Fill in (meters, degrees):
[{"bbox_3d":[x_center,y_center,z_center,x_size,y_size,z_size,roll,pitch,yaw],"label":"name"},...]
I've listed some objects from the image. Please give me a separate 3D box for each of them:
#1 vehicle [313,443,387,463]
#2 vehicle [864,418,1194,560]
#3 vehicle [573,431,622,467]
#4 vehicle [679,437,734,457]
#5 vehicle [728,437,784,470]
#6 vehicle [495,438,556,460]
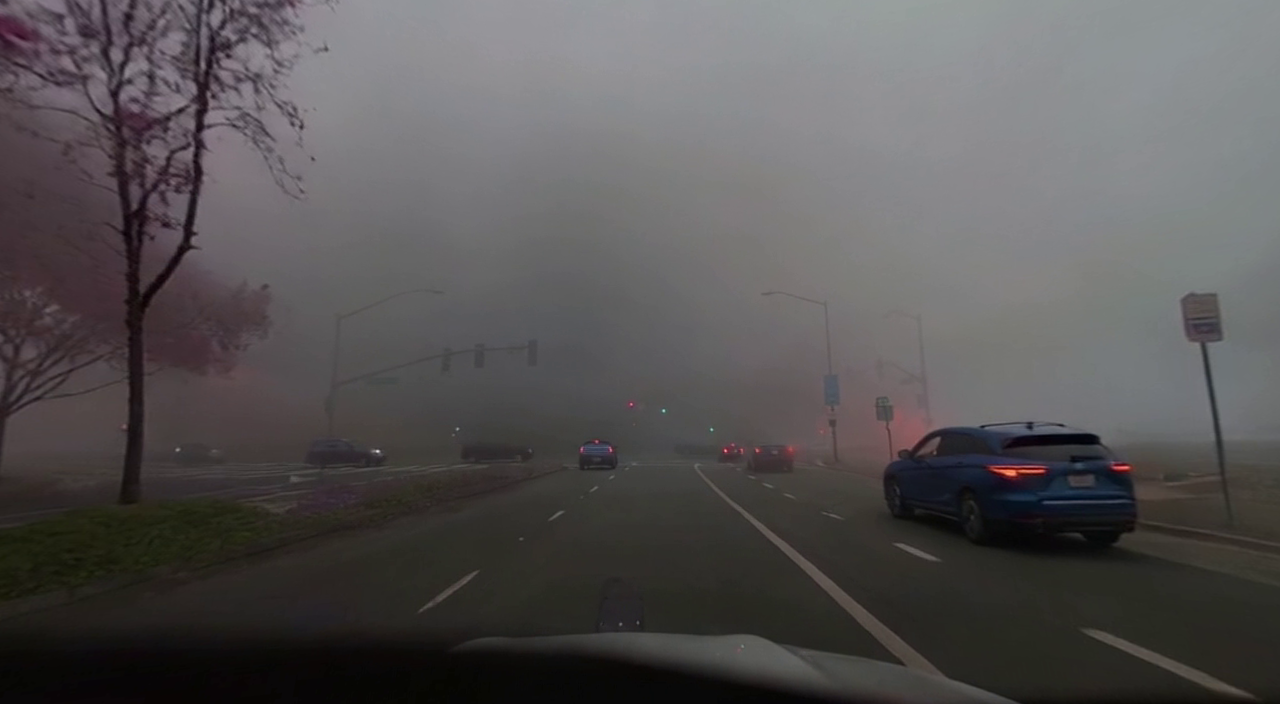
[{"bbox_3d":[-22.615,7.890,49.383,4.829,1.470,1.874,-1,-8,2],"label":"vehicle"},{"bbox_3d":[4.981,1.809,9.038,2.019,1.518,4.285,0,-8,1],"label":"vehicle"},{"bbox_3d":[-2.132,5.042,32.814,1.995,1.703,4.367,-1,-8,3],"label":"vehicle"},{"bbox_3d":[5.122,7.354,48.880,4.097,1.436,1.739,-1,-8,2],"label":"vehicle"},{"bbox_3d":[5.551,4.934,30.819,2.007,1.466,4.291,0,-8,1],"label":"vehicle"},{"bbox_3d":[-8.360,7.118,46.340,4.089,1.588,1.808,-1,-8,2],"label":"vehicle"}]
